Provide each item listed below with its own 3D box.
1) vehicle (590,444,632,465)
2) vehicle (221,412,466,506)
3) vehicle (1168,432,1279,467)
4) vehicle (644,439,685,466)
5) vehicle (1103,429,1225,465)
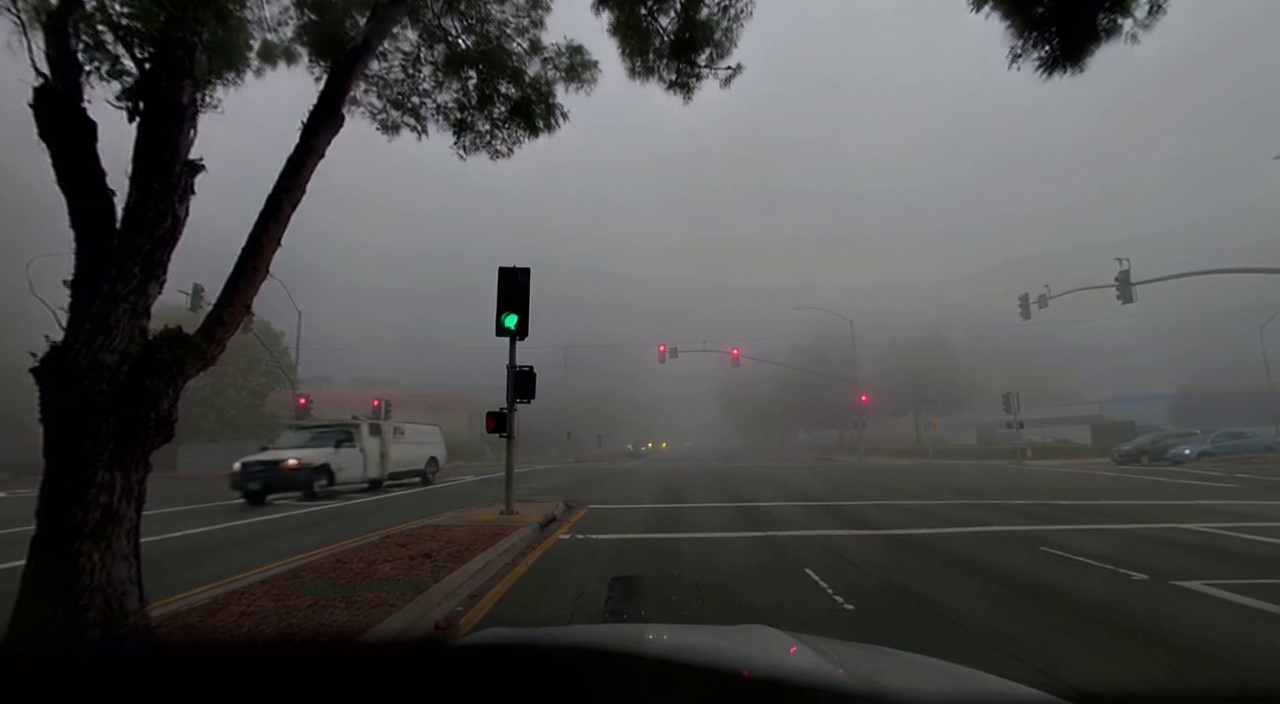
[{"bbox_3d":[-2.035,7.360,45.490,2.076,1.476,3.873,-2,-8,12],"label":"vehicle"},{"bbox_3d":[-8.384,3.221,19.698,2.775,2.246,9.043,-1,-8,4],"label":"vehicle"},{"bbox_3d":[26.285,4.284,27.827,4.644,1.470,1.922,1,-8,-10],"label":"vehicle"},{"bbox_3d":[1.746,6.835,43.176,2.197,1.739,4.177,-2,-8,10],"label":"vehicle"},{"bbox_3d":[25.935,4.698,31.285,4.441,1.674,2.035,1,-8,-8],"label":"vehicle"}]
